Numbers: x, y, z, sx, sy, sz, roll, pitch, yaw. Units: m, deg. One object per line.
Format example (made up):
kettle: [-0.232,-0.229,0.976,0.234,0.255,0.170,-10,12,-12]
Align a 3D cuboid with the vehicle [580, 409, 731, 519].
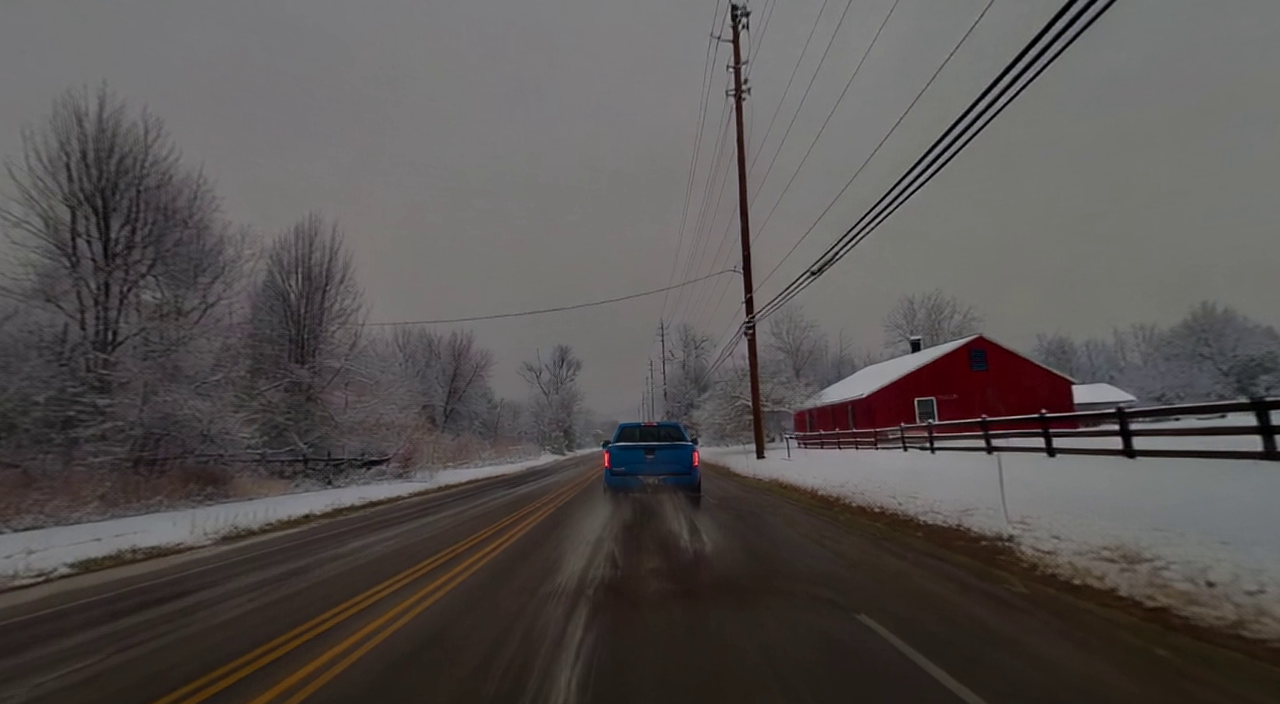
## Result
vehicle: [0.231,2.465,14.480,2.693,1.941,6.356,0,-9,-1]
